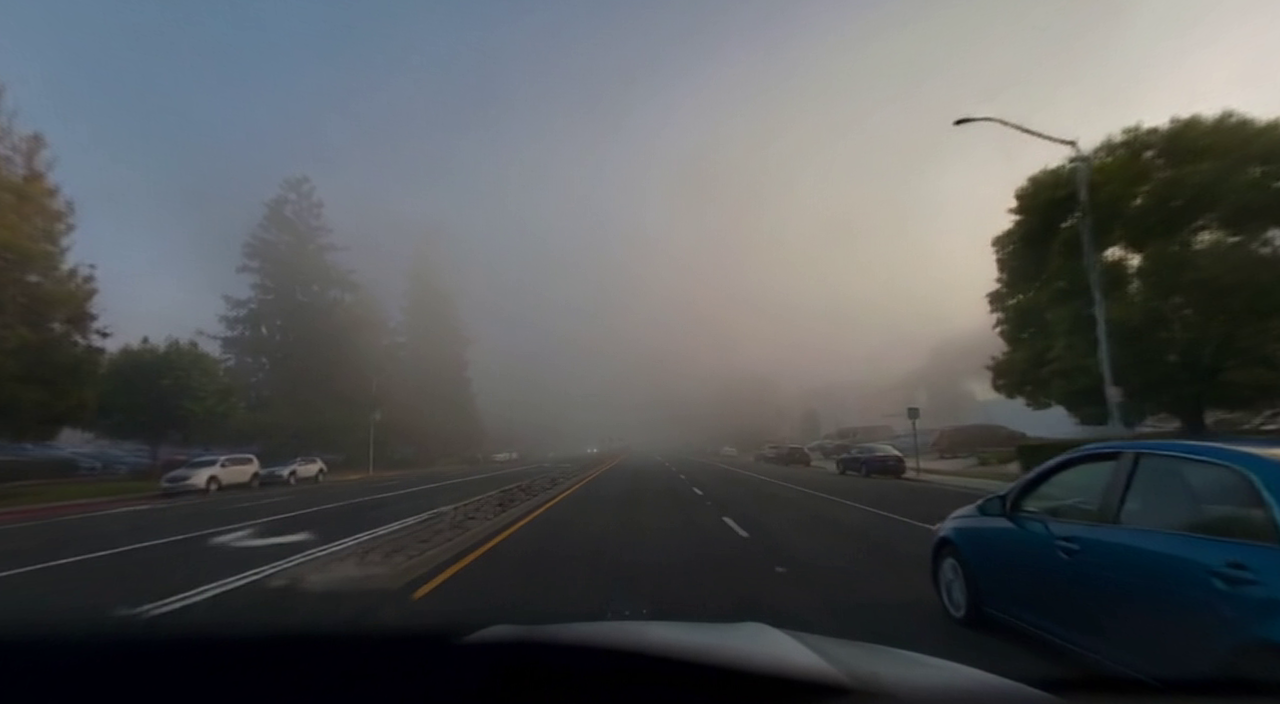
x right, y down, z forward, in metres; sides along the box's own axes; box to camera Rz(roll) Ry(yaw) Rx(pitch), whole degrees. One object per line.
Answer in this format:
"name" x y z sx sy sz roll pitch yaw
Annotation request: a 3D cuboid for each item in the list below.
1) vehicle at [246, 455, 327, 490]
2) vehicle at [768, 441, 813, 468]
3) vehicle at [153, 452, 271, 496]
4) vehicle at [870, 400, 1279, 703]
"vehicle" -18.507 6.273 33.211 1.828 1.457 4.292 -3 -7 0
"vehicle" 9.783 6.671 41.206 1.889 1.629 4.072 0 -8 0
"vehicle" -18.633 5.298 27.792 1.993 1.686 4.698 0 -8 -2
"vehicle" 3.109 1.067 3.253 2.141 1.443 4.499 0 -8 0
